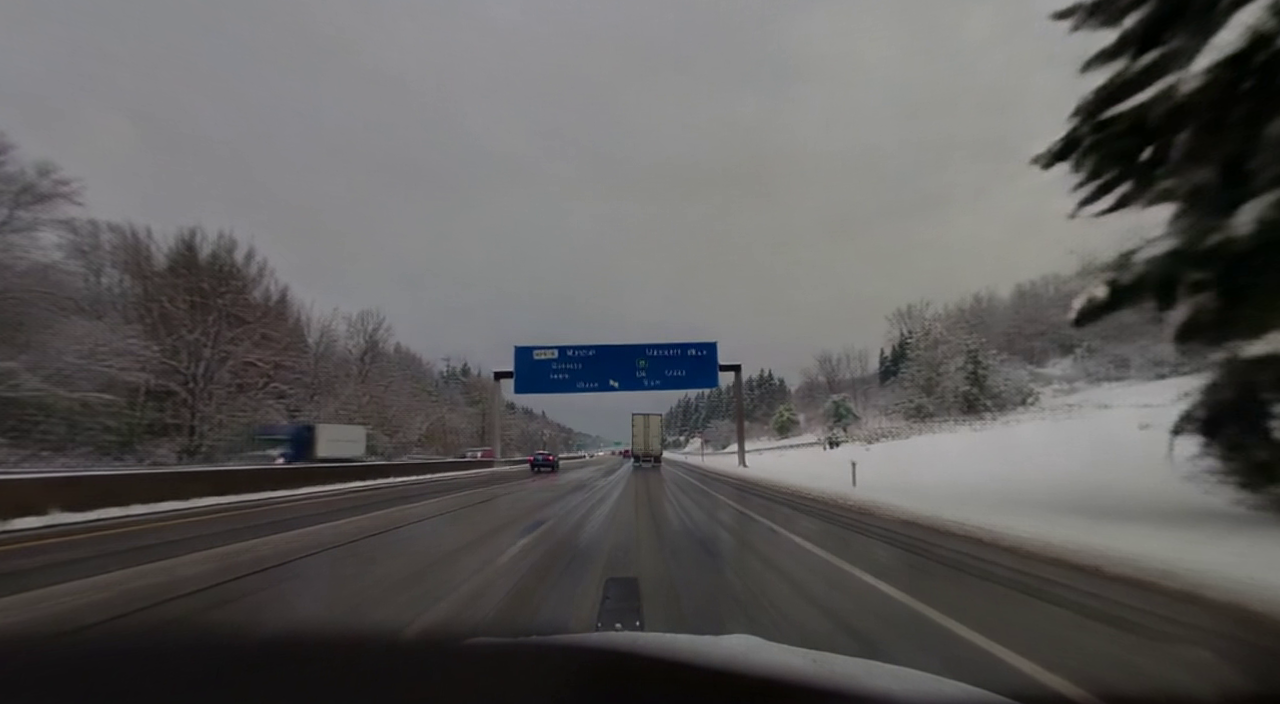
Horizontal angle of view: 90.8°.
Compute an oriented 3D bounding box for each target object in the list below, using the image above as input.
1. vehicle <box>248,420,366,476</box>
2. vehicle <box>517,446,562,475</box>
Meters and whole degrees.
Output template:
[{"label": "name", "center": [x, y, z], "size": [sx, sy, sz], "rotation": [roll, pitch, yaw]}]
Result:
[{"label": "vehicle", "center": [-23.807, 7.024, 45.970], "size": [3.032, 3.588, 10.037], "rotation": [0, -9, 0]}, {"label": "vehicle", "center": [-6.514, 7.089, 41.292], "size": [2.119, 1.754, 4.404], "rotation": [0, -9, 1]}]
